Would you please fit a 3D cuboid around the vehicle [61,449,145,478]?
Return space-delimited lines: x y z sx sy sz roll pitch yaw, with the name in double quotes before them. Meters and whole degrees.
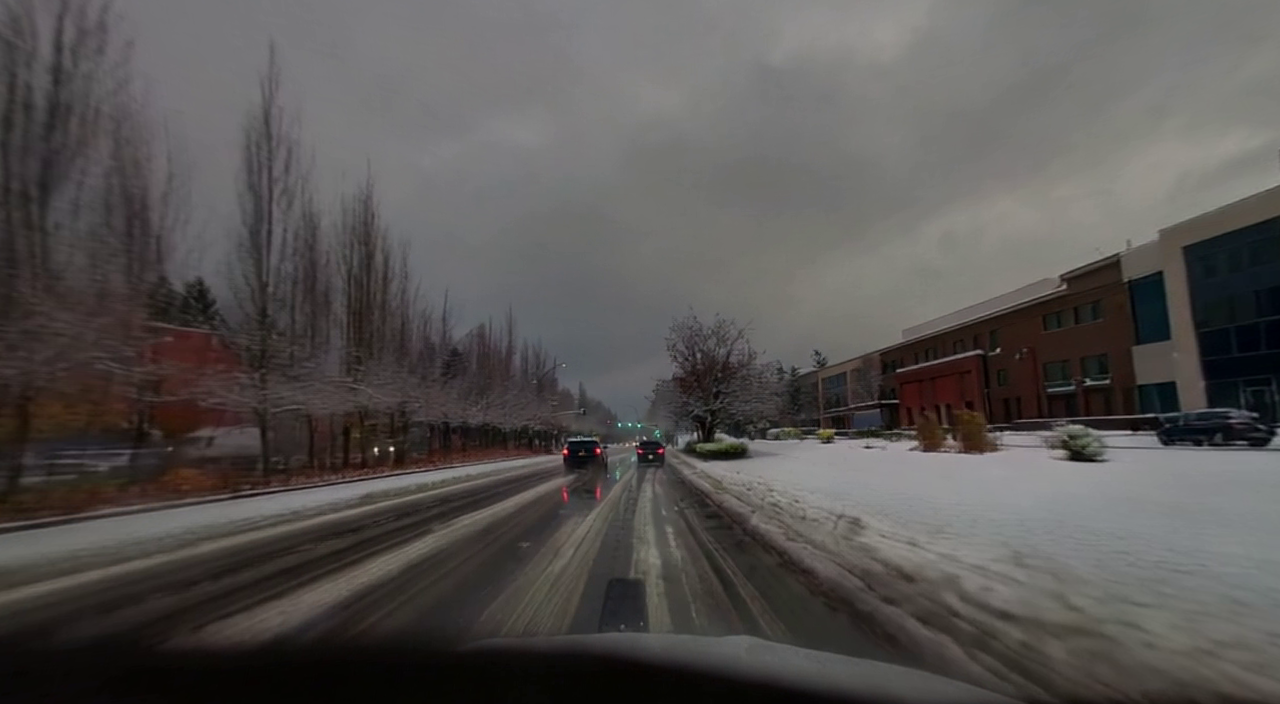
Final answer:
"vehicle" -36.238 7.510 42.639 1.929 1.773 4.409 0 -9 -2

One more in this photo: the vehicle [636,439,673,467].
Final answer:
"vehicle" 0.861 5.810 36.368 2.040 1.493 3.682 0 -8 2

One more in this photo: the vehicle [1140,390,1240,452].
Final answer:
"vehicle" 23.115 2.970 26.582 2.320 2.489 2.049 -3 -9 16

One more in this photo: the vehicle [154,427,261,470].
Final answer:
"vehicle" -29.923 6.718 43.983 2.239 2.706 6.900 -1 -8 3

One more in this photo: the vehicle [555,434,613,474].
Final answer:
"vehicle" -2.543 4.735 29.433 2.197 1.709 4.069 0 -8 2
